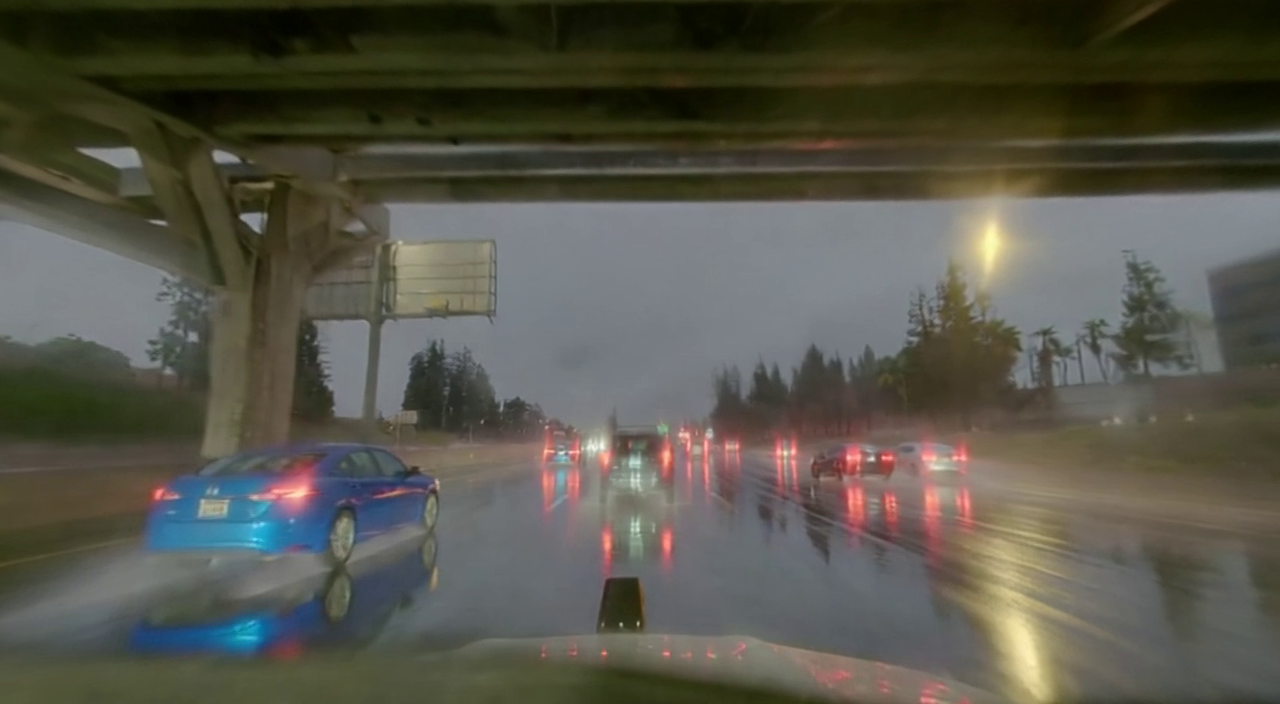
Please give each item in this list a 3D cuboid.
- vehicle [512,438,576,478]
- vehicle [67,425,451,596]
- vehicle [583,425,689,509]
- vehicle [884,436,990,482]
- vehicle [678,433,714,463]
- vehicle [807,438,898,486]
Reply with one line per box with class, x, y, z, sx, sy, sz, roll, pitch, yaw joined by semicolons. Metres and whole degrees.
vehicle;-3.931;4.423;26.439;1.947;1.516;4.295;0;-9;1
vehicle;-4.049;1.738;7.837;1.974;1.478;4.412;0;-9;0
vehicle;-0.078;2.678;15.040;2.181;1.697;4.021;0;-9;0
vehicle;11.488;4.158;24.728;1.992;1.625;4.359;0;-9;0
vehicle;3.761;6.573;43.062;2.069;1.876;4.447;0;-9;0
vehicle;7.289;3.799;21.982;1.880;1.526;3.641;0;-9;0
